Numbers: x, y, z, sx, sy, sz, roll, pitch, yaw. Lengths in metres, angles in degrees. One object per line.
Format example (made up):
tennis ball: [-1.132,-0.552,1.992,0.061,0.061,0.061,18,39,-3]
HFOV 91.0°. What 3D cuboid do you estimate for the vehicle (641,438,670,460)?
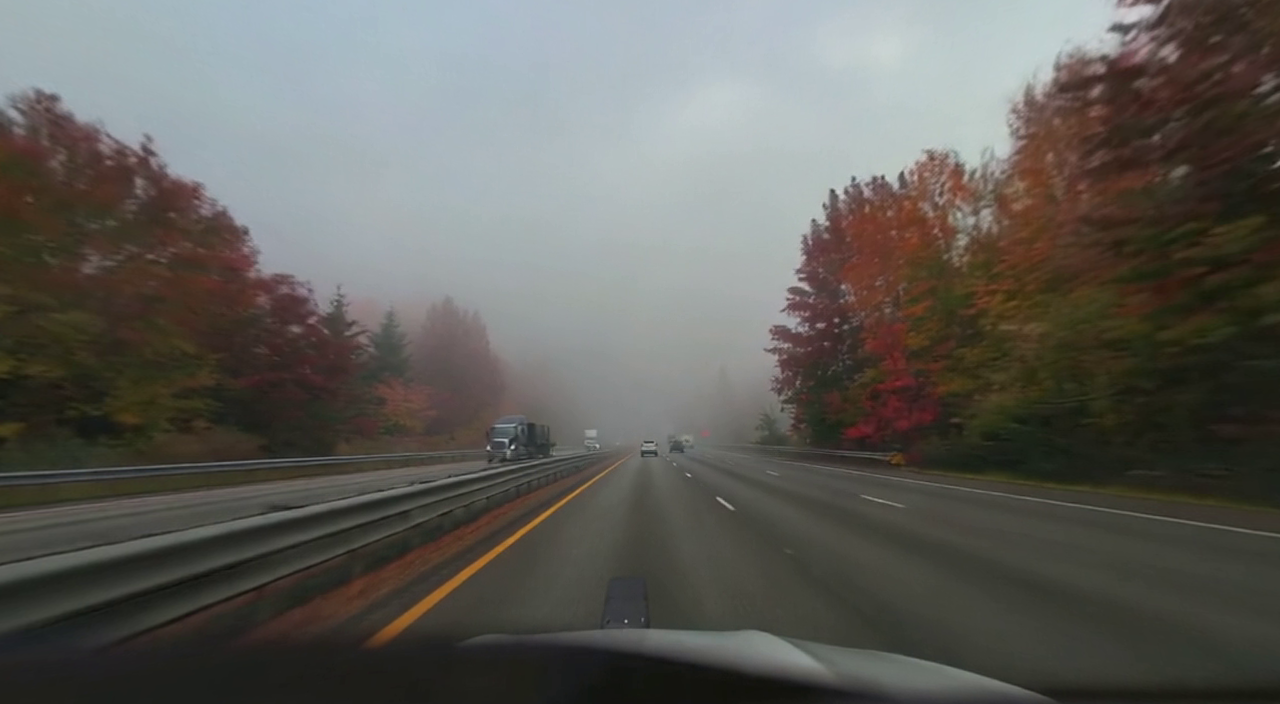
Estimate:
vehicle: [1.021,6.790,44.119,1.924,1.498,3.817,0,-8,0]
